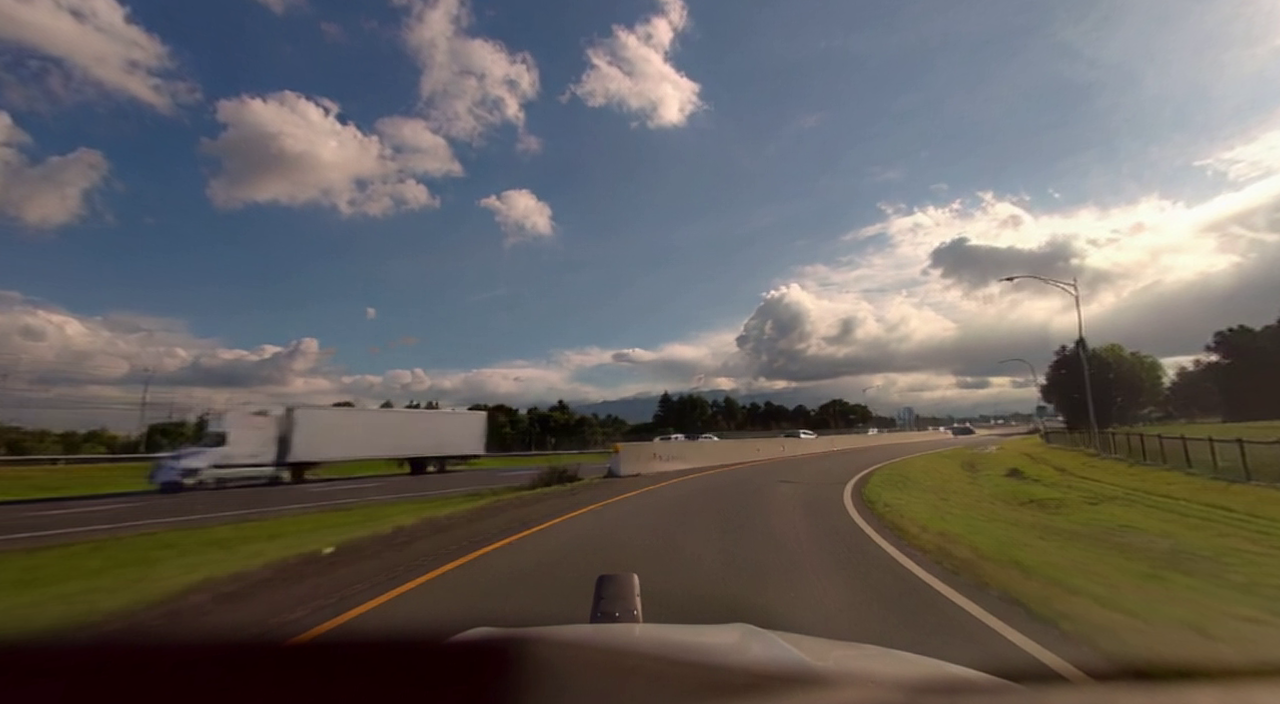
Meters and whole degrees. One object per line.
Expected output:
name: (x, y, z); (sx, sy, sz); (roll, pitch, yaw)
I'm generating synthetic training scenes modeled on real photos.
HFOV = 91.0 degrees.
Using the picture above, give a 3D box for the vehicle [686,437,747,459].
vehicle: (5.439, 6.723, 44.203); (1.923, 1.496, 4.819); (-7, -11, 39)

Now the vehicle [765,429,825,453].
vehicle: (10.973, 6.242, 44.272); (2.135, 1.579, 4.843); (-7, -11, 39)

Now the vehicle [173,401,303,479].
vehicle: (-20.882, 4.586, 32.844); (2.985, 3.697, 4.762); (-7, -11, 38)

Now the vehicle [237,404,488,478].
vehicle: (-16.119, 5.467, 38.766); (2.888, 3.781, 14.258); (-7, -10, 38)
